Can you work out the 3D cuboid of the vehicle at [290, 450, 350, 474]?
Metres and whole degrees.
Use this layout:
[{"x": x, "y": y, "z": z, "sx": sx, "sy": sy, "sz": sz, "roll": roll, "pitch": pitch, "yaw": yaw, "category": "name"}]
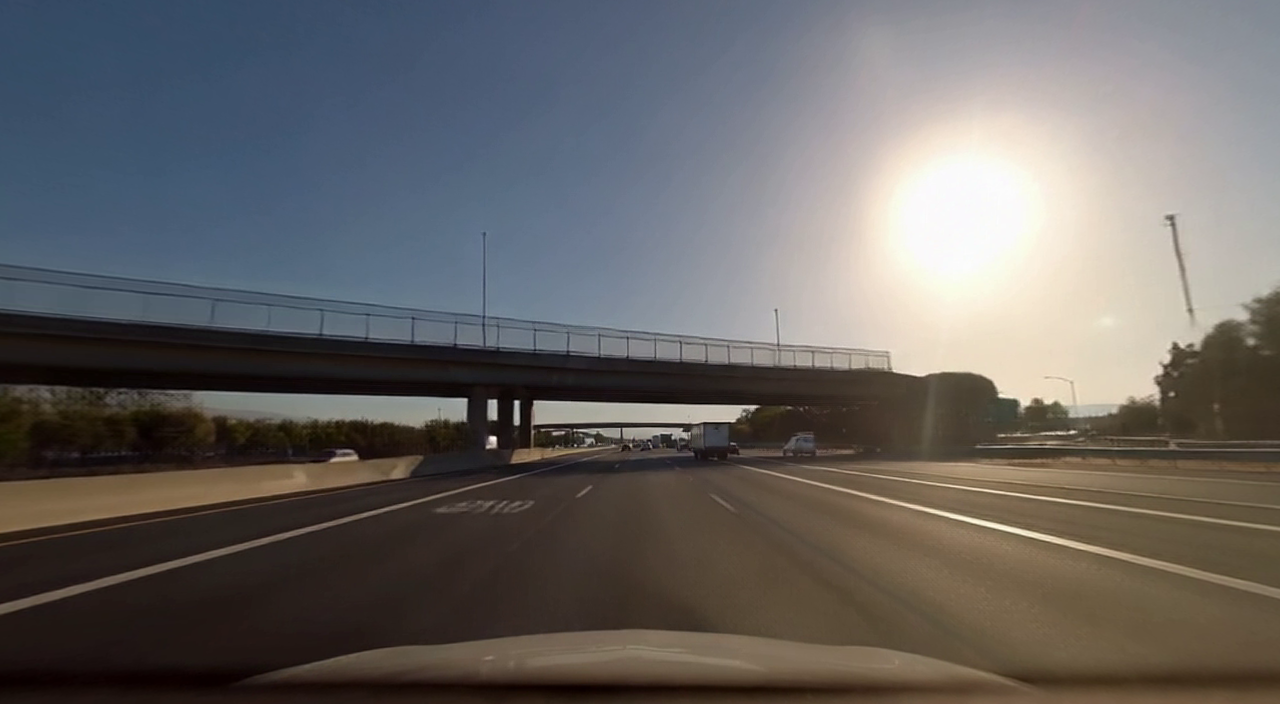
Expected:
[{"x": -24.273, "y": 8.314, "z": 48.012, "sx": 1.960, "sy": 1.684, "sz": 4.780, "roll": 0, "pitch": -8, "yaw": 1, "category": "vehicle"}]
